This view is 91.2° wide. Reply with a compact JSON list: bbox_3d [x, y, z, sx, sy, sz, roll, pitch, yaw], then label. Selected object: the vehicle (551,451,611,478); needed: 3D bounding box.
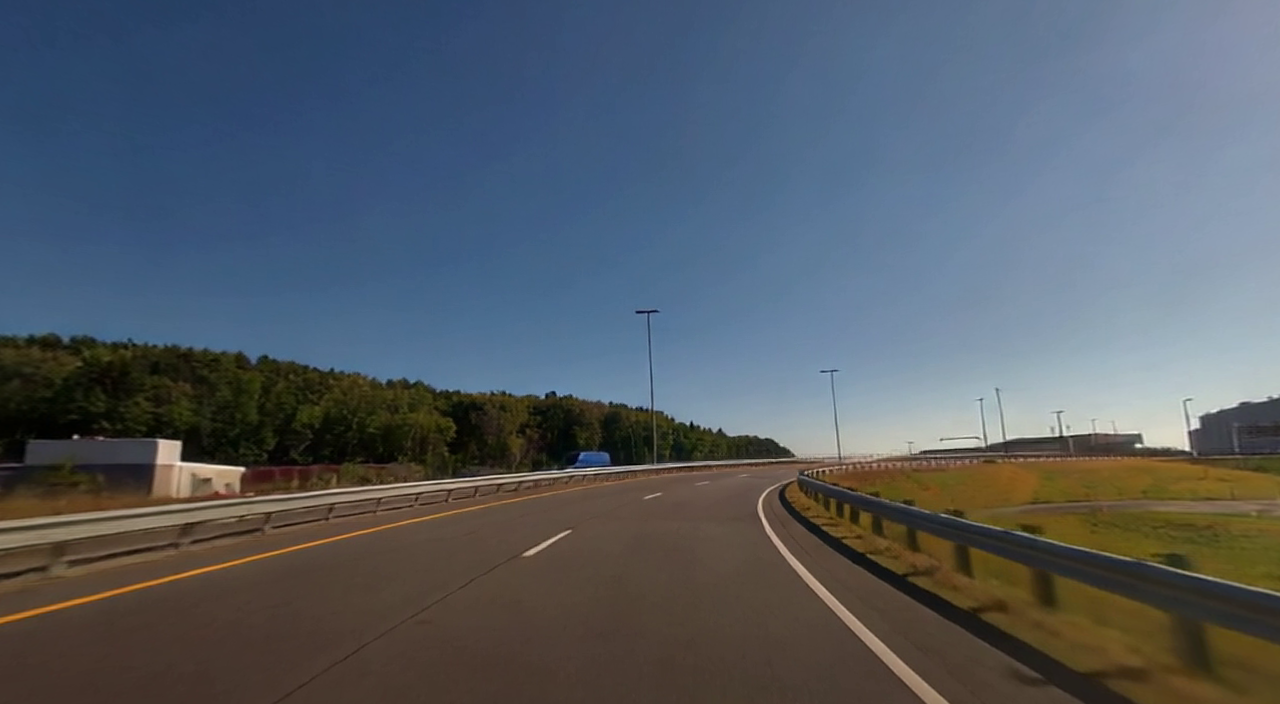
[{"bbox_3d":[-3.931,7.579,42.626,2.009,1.707,4.571,-4,-10,26],"label":"vehicle"}]
